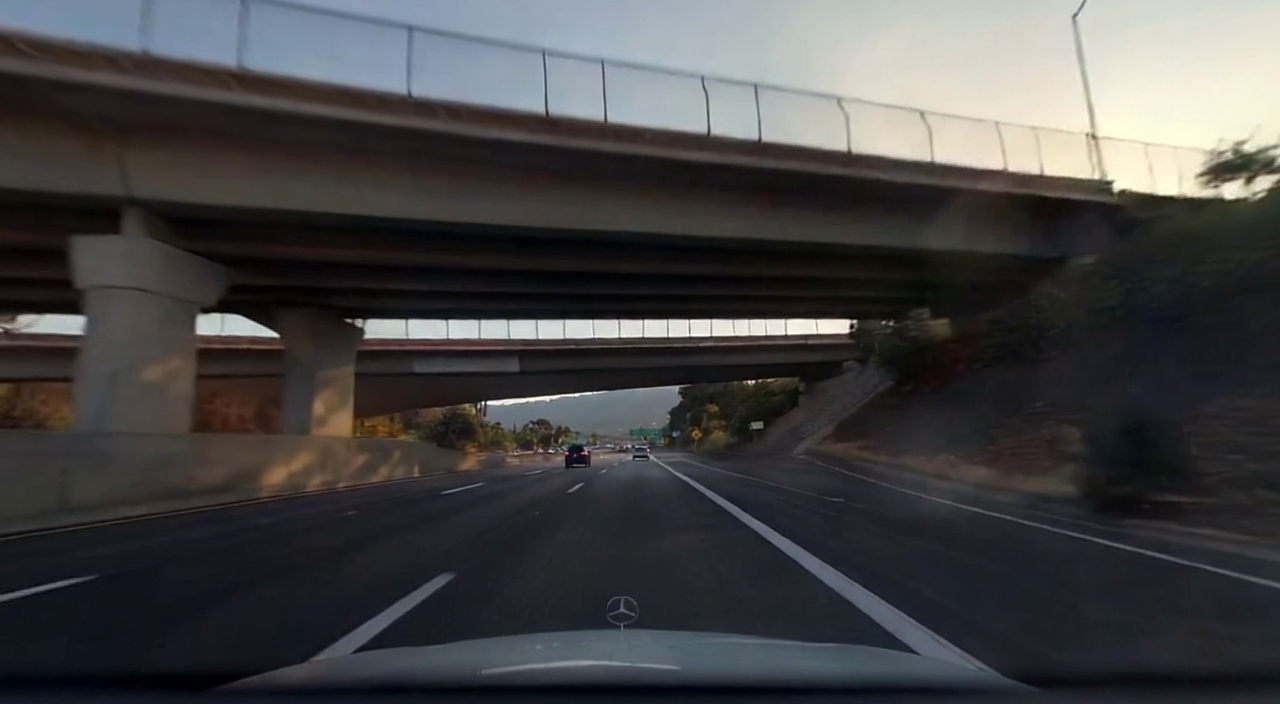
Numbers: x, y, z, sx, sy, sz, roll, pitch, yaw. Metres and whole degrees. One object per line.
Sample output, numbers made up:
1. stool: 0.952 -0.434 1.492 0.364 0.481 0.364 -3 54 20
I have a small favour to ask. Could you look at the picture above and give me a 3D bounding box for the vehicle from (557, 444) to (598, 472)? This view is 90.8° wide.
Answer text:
1. vehicle: -4.238 7.333 43.881 2.272 1.759 5.058 0 -9 1
